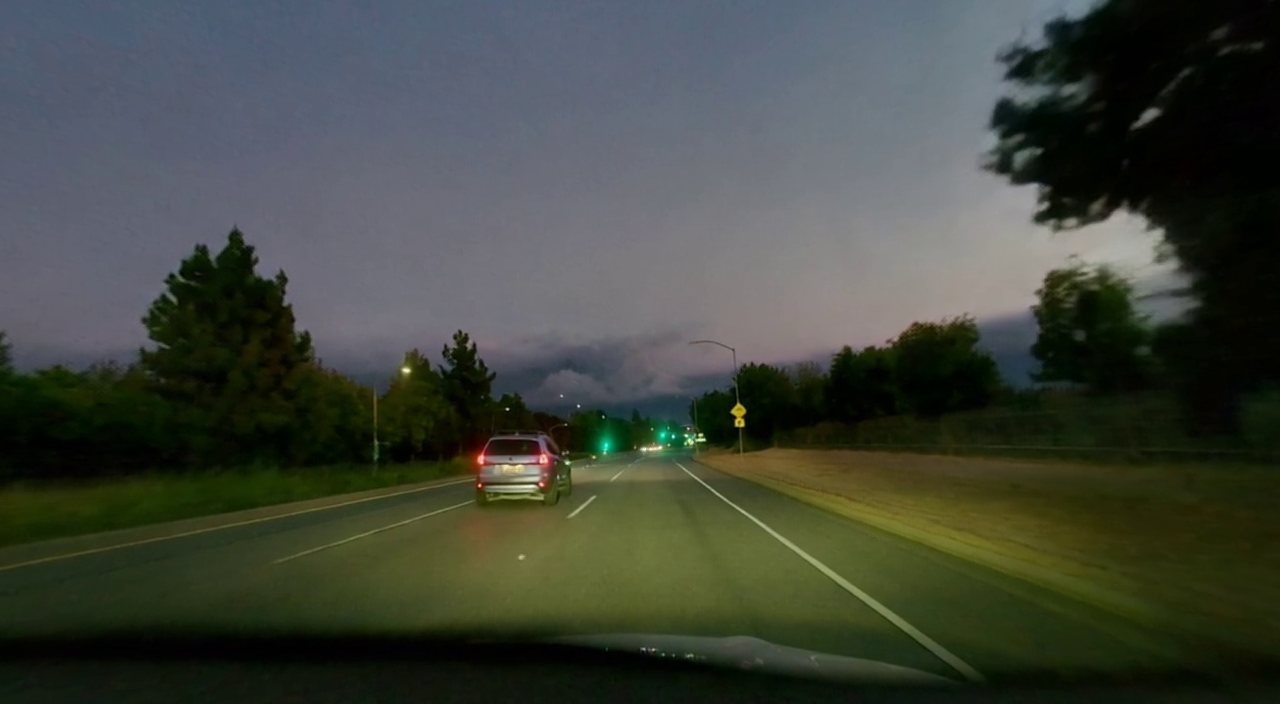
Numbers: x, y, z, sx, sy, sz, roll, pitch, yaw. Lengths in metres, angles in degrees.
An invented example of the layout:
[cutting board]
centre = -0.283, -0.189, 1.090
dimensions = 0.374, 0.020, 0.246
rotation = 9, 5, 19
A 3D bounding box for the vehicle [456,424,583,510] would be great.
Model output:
[vehicle]
centre = -2.838, 2.838, 16.067
dimensions = 2.160, 1.855, 4.695
rotation = -1, -8, 2
